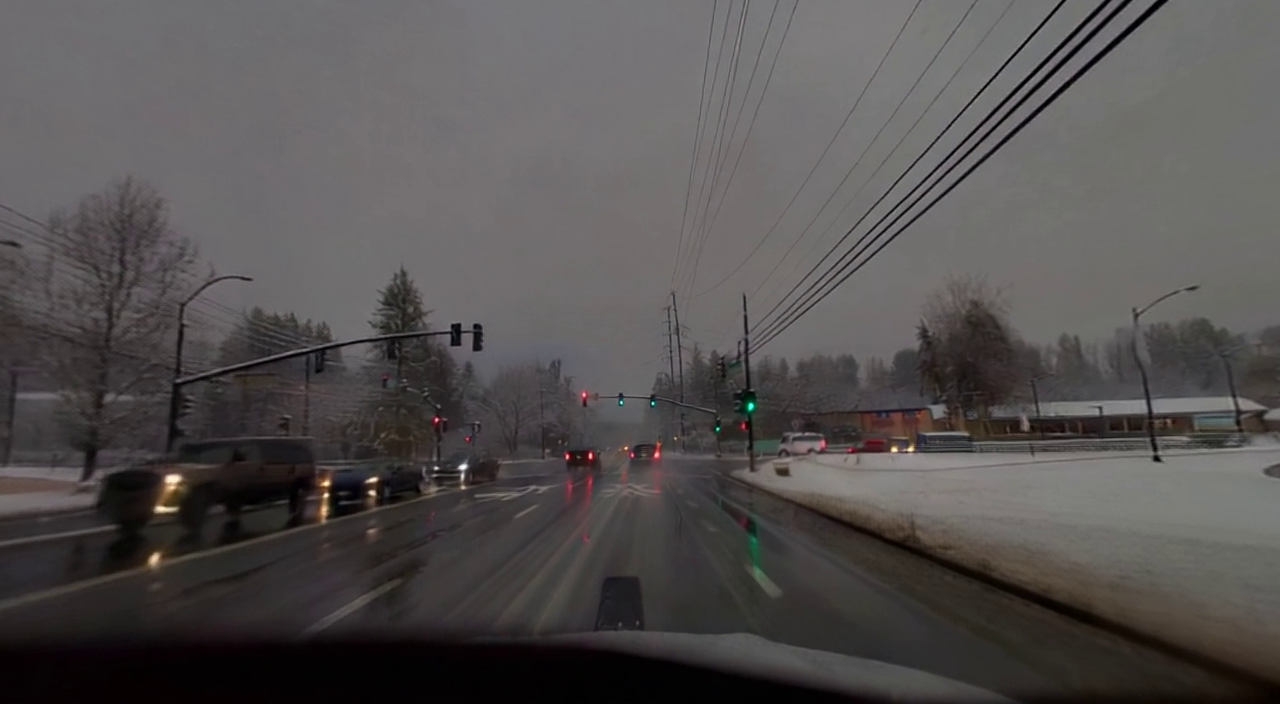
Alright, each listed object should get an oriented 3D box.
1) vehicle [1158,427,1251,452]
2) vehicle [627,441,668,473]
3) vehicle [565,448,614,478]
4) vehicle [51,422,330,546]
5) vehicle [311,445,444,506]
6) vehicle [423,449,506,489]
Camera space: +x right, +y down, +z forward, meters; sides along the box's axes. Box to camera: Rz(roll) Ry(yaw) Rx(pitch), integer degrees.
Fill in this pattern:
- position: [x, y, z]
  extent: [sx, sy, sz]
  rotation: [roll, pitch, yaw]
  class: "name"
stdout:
- position: [44.092, 6.875, 49.450]
  extent: [4.988, 1.916, 2.172]
  rotation: [-1, -8, 4]
  class: "vehicle"
- position: [0.530, 6.378, 38.646]
  extent: [2.276, 1.850, 3.897]
  rotation: [-1, -8, 4]
  class: "vehicle"
- position: [-2.635, 5.870, 33.792]
  extent: [2.064, 1.464, 4.373]
  rotation: [0, -8, 2]
  class: "vehicle"
- position: [-7.480, 2.205, 11.177]
  extent: [1.860, 1.754, 4.089]
  rotation: [0, -8, 1]
  class: "vehicle"
- position: [-7.528, 3.544, 18.646]
  extent: [1.912, 1.573, 4.299]
  rotation: [0, -8, 2]
  class: "vehicle"
- position: [-7.058, 4.741, 25.942]
  extent: [1.904, 1.449, 4.580]
  rotation: [0, -8, 3]
  class: "vehicle"
